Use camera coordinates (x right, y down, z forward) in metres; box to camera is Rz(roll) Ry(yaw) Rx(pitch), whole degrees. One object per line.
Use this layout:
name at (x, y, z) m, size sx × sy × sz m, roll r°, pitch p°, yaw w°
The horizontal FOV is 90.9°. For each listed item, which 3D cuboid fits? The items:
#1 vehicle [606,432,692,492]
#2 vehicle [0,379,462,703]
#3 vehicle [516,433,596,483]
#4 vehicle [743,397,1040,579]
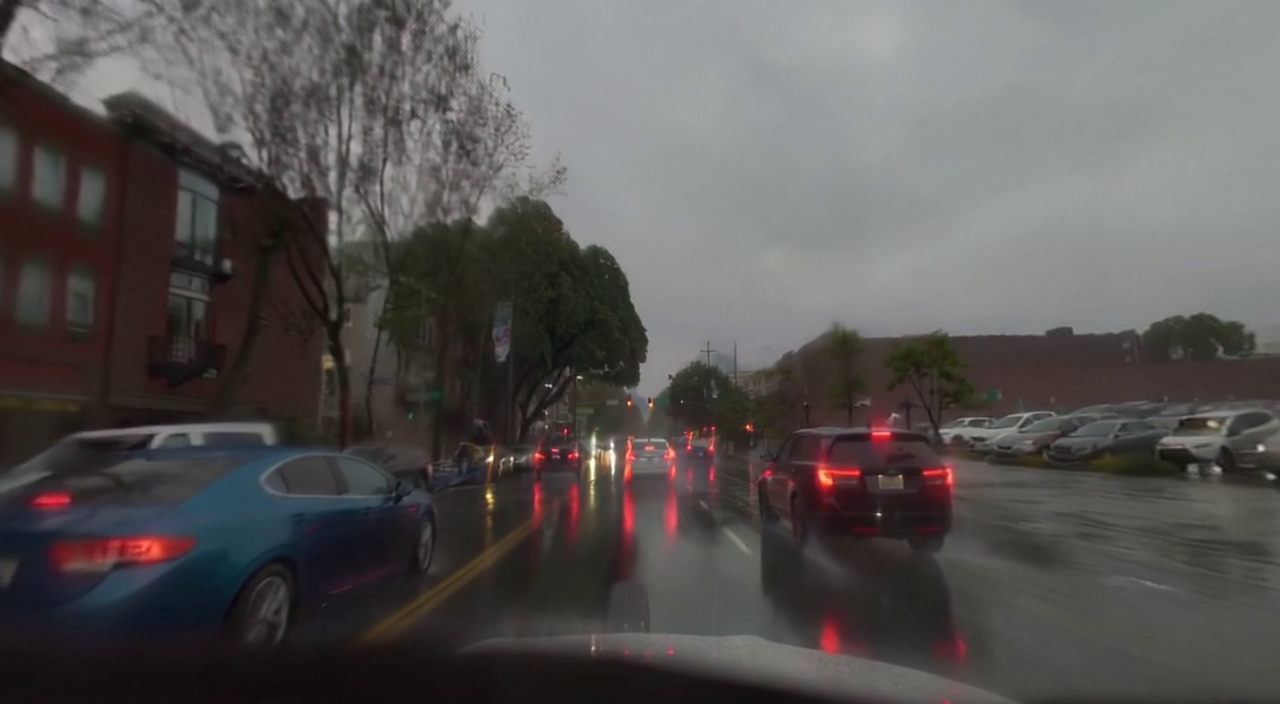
vehicle at (0.193, 3.058, 17.903) m, size 2.139 × 1.466 × 4.373 m, roll 0°, pitch -8°, yaw -1°
vehicle at (-3.047, 1.225, 4.873) m, size 2.085 × 1.619 × 3.976 m, roll 0°, pitch -8°, yaw 1°
vehicle at (-2.737, 3.595, 21.672) m, size 2.019 × 1.507 × 4.643 m, roll 0°, pitch -8°, yaw 1°
vehicle at (2.752, 1.617, 8.258) m, size 2.094 × 1.709 × 4.394 m, roll 0°, pitch -8°, yaw 1°
